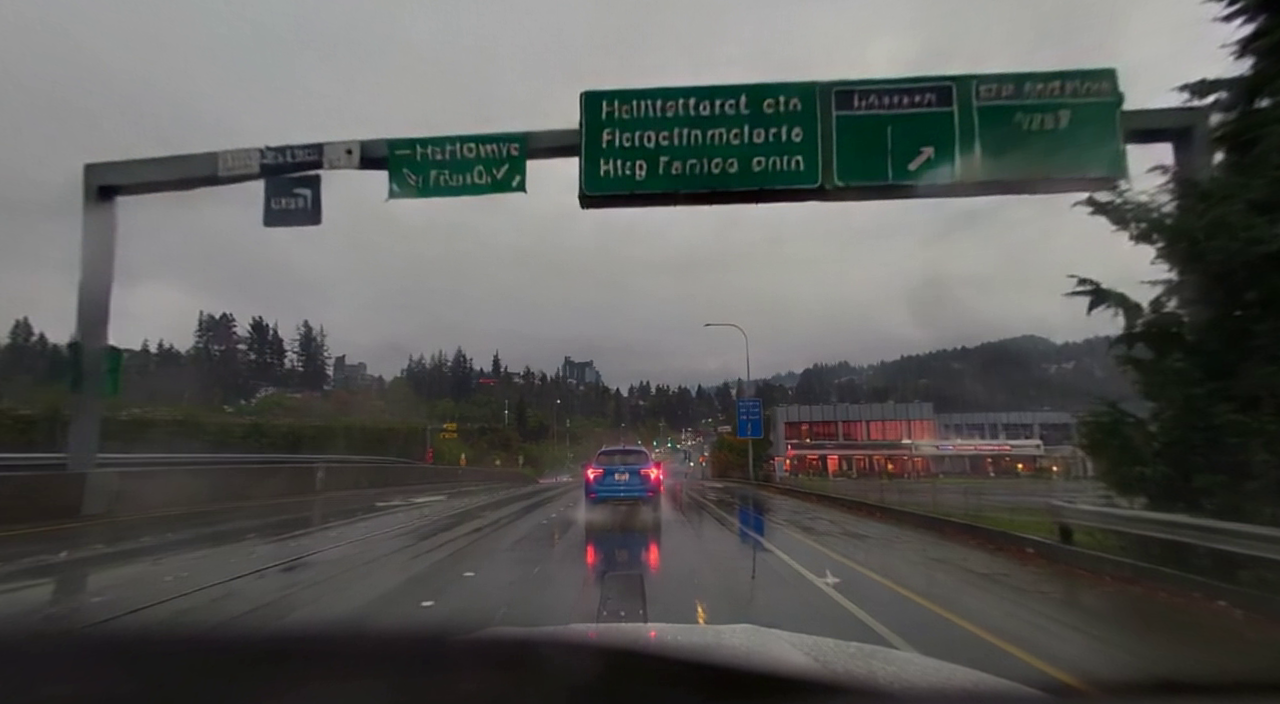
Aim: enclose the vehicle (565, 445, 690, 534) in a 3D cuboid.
[{"bbox_3d":[-0.228,2.589,12.455,2.063,1.442,3.933,0,-9,0],"label":"vehicle"}]
